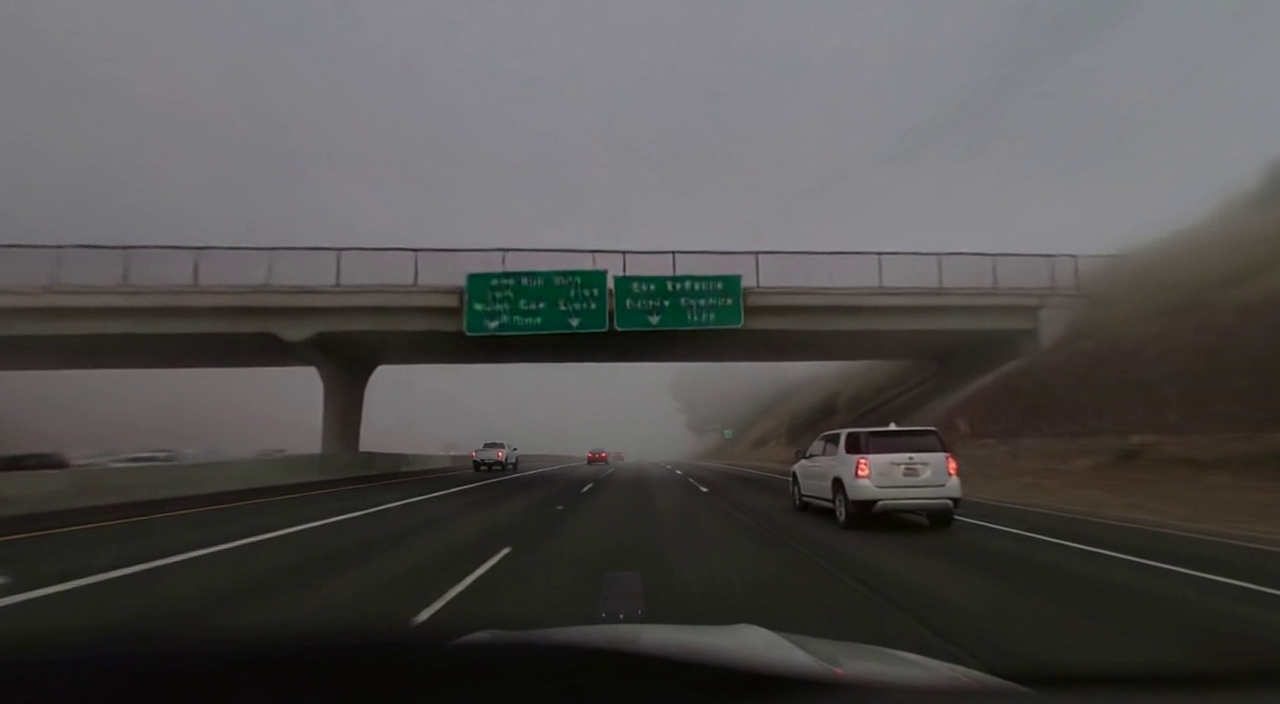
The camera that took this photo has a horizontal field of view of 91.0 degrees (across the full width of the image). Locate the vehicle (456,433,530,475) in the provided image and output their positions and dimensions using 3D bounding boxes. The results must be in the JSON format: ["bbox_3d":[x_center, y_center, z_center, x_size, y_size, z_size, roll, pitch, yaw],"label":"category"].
[{"bbox_3d":[-7.393,5.236,32.448,2.341,1.959,5.684,0,-9,1],"label":"vehicle"}]

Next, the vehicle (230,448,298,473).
[{"bbox_3d":[-26.077,7.512,43.826,1.896,1.615,4.486,0,-9,0],"label":"vehicle"}]

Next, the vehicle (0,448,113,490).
[{"bbox_3d":[-25.871,4.992,27.275,1.993,1.614,4.606,0,-9,1],"label":"vehicle"}]

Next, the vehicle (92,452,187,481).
[{"bbox_3d":[-30.028,6.845,37.981,1.946,1.568,4.592,0,-9,-1],"label":"vehicle"}]

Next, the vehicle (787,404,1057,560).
[{"bbox_3d":[3.652,1.776,9.231,1.990,1.735,4.276,0,-9,1],"label":"vehicle"}]
